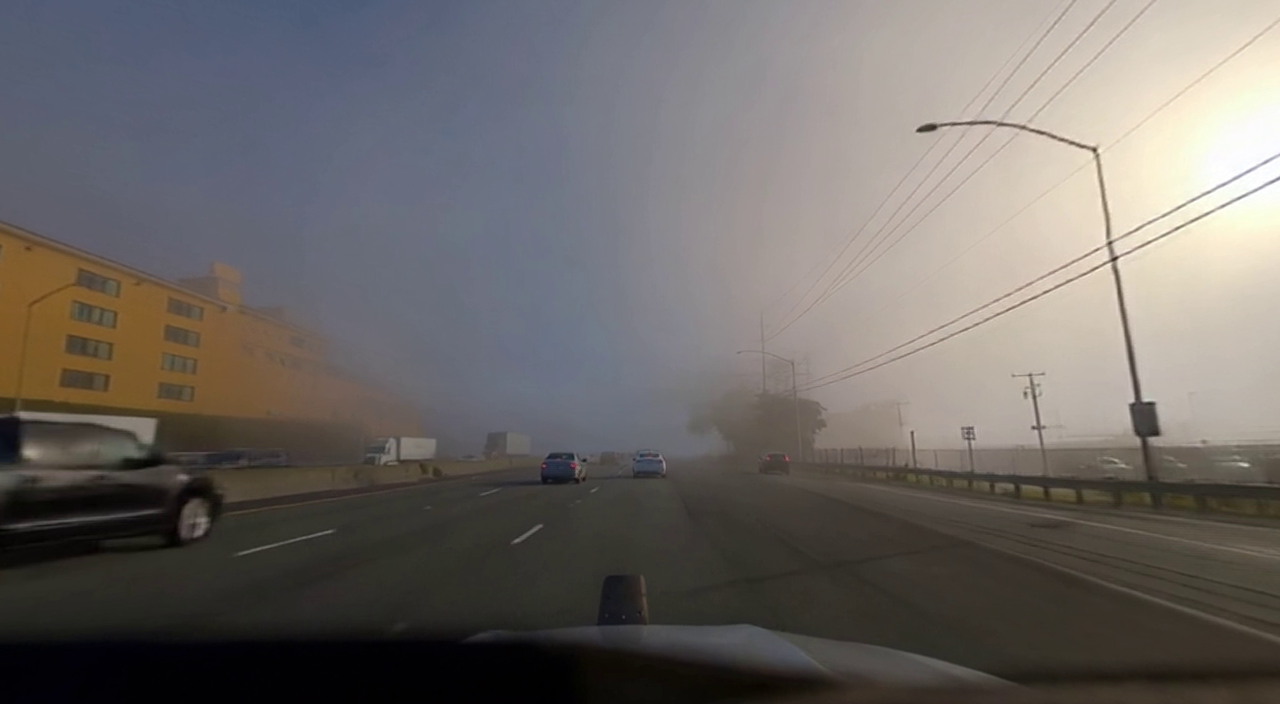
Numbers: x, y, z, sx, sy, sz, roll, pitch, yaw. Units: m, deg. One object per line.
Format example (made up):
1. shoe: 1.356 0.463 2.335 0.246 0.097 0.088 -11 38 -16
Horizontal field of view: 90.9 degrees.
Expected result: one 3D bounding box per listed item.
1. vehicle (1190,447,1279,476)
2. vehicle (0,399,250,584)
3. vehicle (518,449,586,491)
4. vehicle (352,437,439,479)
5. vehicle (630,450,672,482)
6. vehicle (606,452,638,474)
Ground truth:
1. vehicle: 44.027 7.934 45.927 5.919 1.682 2.144 -3 -9 -3
2. vehicle: -7.433 1.614 7.759 2.106 1.827 4.814 0 -8 1
3. vehicle: -3.516 4.813 26.125 2.059 1.508 4.662 0 -8 1
4. vehicle: -12.604 5.485 33.063 2.133 1.970 5.950 0 -8 0
5. vehicle: 0.594 6.086 33.815 2.107 1.538 3.999 0 -8 1
6. vehicle: -1.270 8.235 46.821 2.034 1.466 4.363 -1 -8 3
